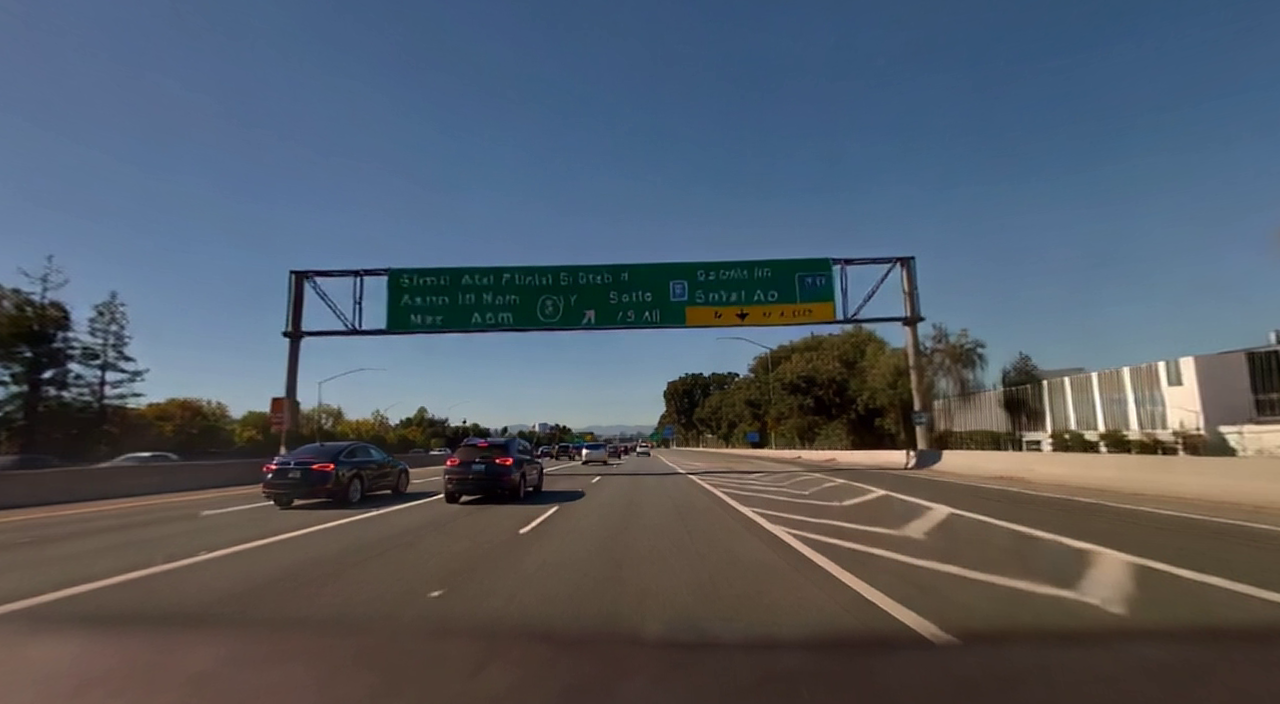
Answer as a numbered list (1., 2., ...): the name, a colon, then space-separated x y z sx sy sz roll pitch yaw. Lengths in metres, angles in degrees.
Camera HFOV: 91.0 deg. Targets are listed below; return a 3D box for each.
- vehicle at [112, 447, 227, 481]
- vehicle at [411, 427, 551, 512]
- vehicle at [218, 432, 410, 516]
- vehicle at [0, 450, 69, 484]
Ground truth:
1. vehicle: -23.442 5.558 31.664 2.093 1.523 4.701 -1 -9 1
2. vehicle: -3.627 2.768 15.315 2.158 1.717 4.375 -1 -9 1
3. vehicle: -7.404 2.802 14.994 2.071 1.661 4.540 -1 -9 1
4. vehicle: -30.068 5.438 29.802 1.863 1.513 4.404 -1 -9 1
